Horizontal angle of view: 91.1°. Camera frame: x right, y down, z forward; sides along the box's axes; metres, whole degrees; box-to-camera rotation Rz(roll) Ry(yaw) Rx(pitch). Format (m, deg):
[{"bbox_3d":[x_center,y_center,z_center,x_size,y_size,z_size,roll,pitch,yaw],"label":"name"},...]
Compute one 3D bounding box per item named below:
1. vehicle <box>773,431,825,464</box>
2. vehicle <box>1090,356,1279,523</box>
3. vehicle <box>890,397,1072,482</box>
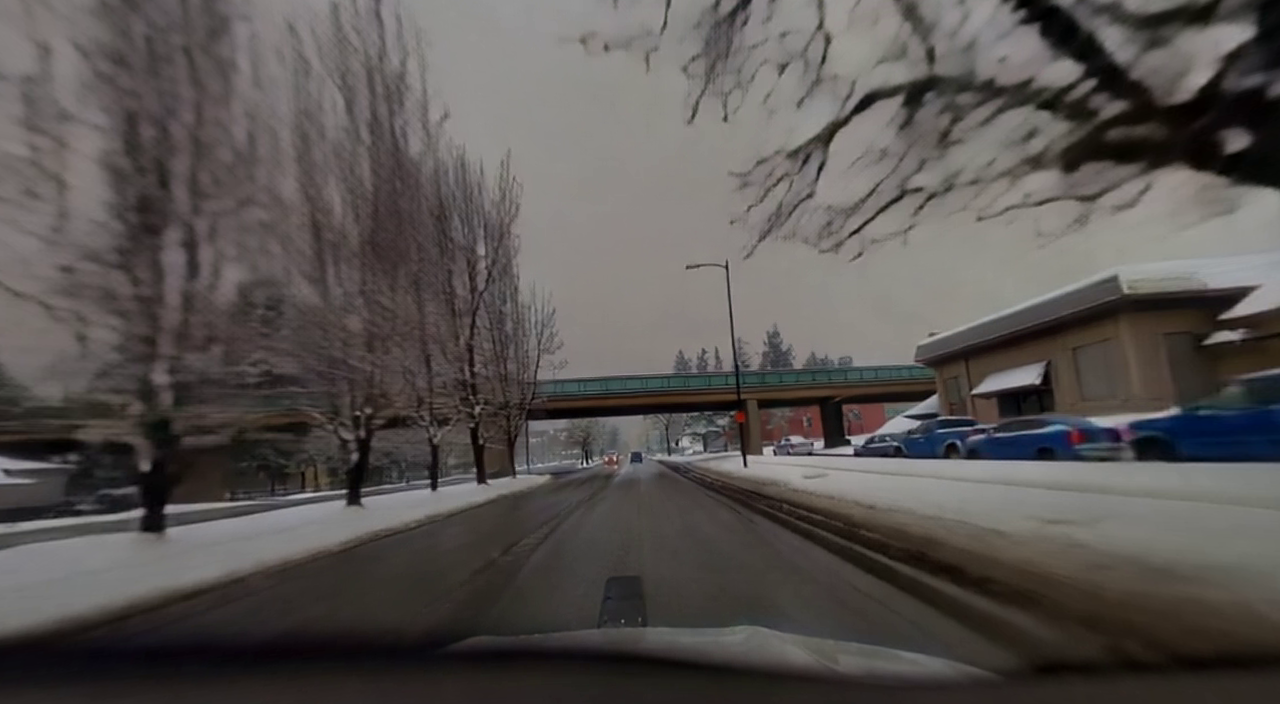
[{"bbox_3d":[10.848,6.575,43.166,2.244,1.866,4.603,-7,-9,0],"label":"vehicle"},{"bbox_3d":[10.035,1.175,8.747,2.445,2.272,6.461,-2,-9,-2],"label":"vehicle"},{"bbox_3d":[10.626,2.887,20.363,2.287,1.953,5.796,-10,-9,-3],"label":"vehicle"}]
